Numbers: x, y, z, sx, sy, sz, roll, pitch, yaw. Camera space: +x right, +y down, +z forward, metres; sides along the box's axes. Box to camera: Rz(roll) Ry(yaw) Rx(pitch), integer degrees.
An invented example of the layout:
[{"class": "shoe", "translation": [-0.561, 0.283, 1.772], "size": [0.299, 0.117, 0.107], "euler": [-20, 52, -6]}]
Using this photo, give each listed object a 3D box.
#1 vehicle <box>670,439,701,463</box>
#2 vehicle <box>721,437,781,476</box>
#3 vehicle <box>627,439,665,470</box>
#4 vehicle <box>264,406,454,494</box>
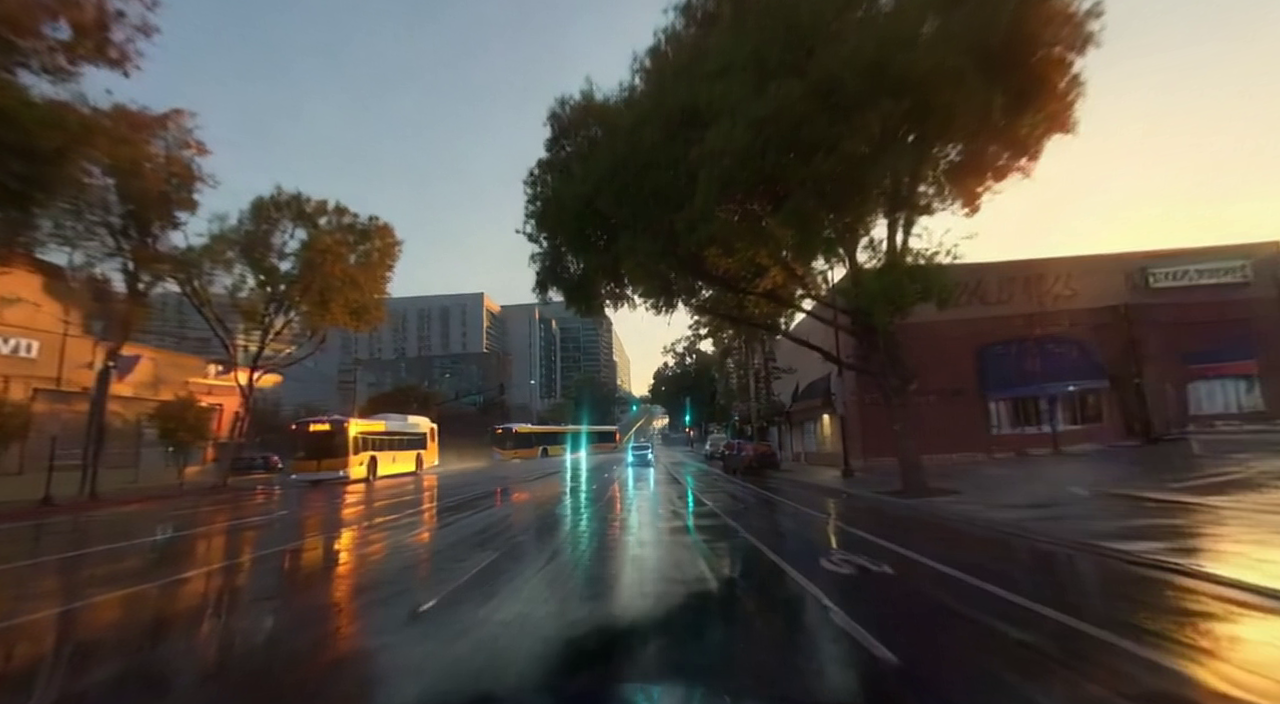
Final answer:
[{"class": "vehicle", "translation": [3.337, 7.421, 47.075], "size": [2.222, 1.688, 3.952], "euler": [0, -9, 3]}, {"class": "vehicle", "translation": [5.162, 4.944, 29.964], "size": [2.014, 1.681, 4.332], "euler": [0, -9, -1]}, {"class": "vehicle", "translation": [0.310, 6.131, 37.866], "size": [2.089, 1.699, 4.650], "euler": [1, -9, -1]}, {"class": "vehicle", "translation": [-12.628, 4.682, 30.420], "size": [3.356, 3.365, 12.460], "euler": [0, -9, 1]}]
